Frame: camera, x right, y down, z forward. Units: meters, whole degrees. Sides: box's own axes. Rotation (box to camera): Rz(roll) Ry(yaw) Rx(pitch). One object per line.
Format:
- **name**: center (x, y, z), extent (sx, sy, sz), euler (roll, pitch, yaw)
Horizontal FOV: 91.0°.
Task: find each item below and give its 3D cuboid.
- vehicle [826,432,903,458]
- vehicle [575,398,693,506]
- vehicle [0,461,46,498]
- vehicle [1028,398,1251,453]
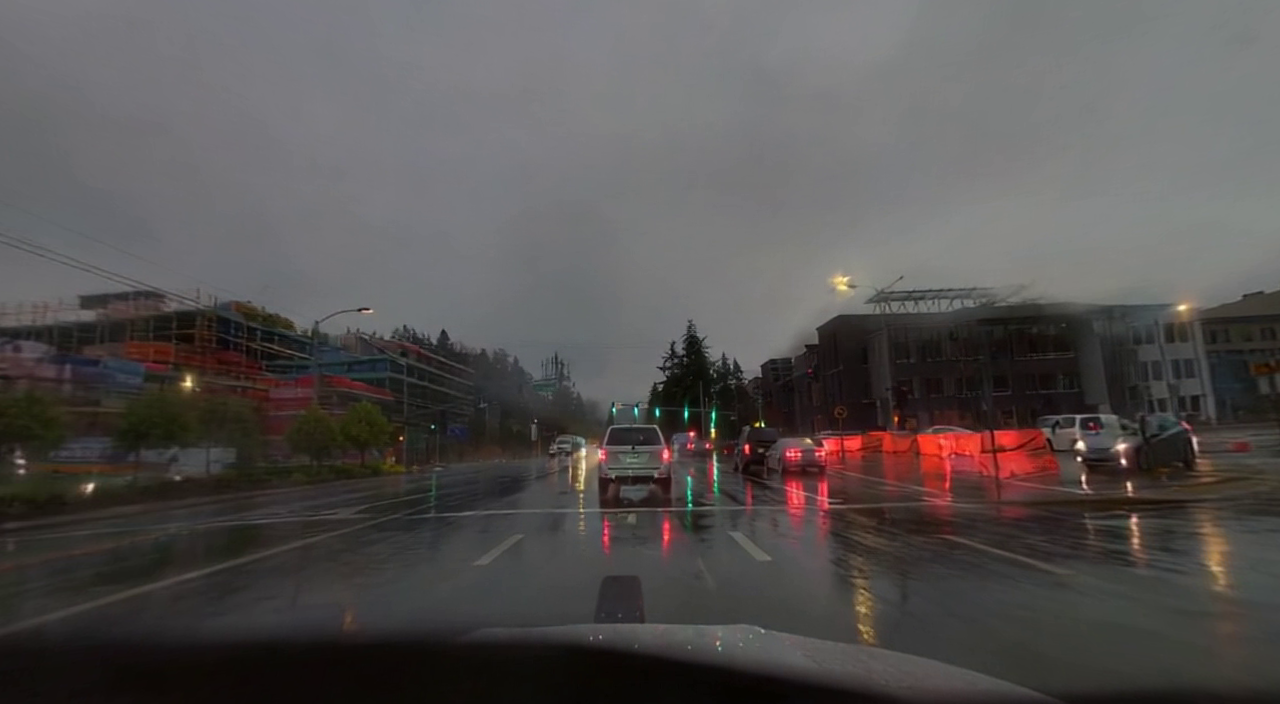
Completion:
- **vehicle**: center (13.573, 5.596, 37.990), extent (4.267, 1.503, 2.145), euler (5, -10, -32)
- **vehicle**: center (-0.264, 2.422, 15.514), extent (2.350, 2.122, 5.801), euler (0, -8, -3)
- **vehicle**: center (-33.415, 6.732, 33.469), extent (4.692, 1.720, 1.941), euler (-7, -11, 40)
- **vehicle**: center (14.821, 2.303, 19.106), extent (4.986, 1.467, 2.025), euler (-6, -10, 34)
